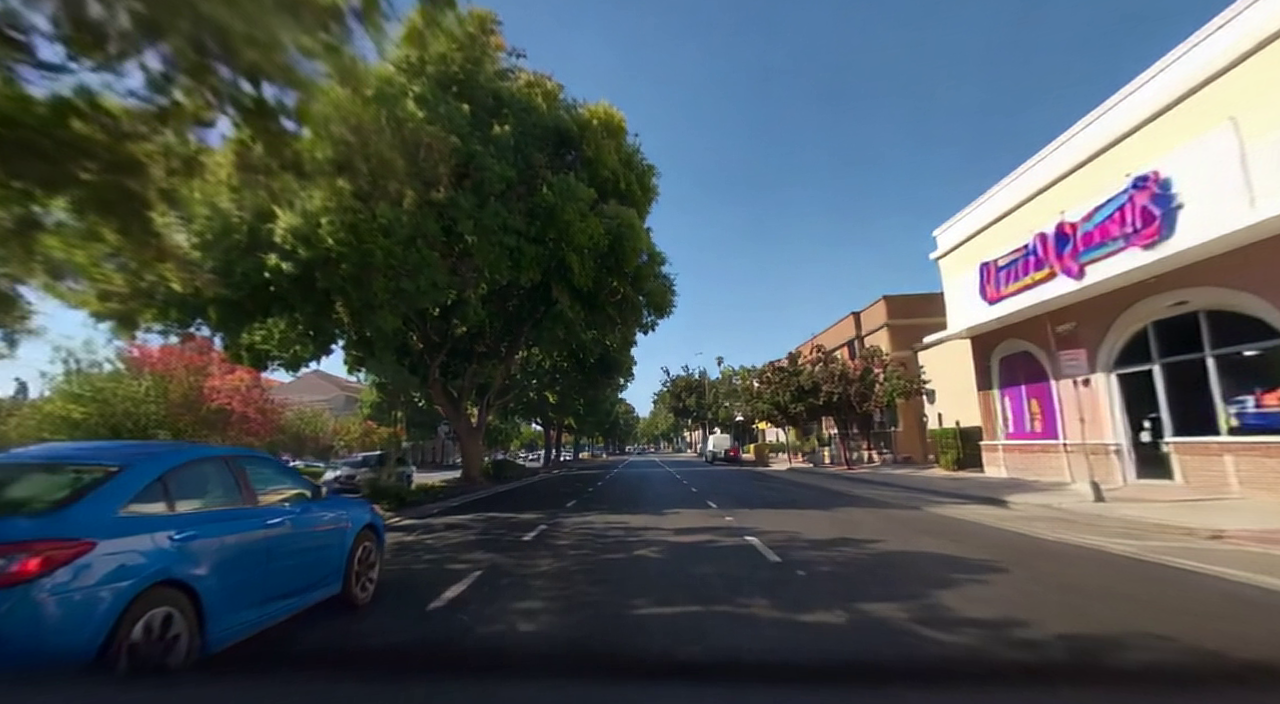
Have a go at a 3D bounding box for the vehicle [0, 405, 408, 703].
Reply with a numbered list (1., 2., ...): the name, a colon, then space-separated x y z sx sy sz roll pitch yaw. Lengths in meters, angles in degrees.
1. vehicle: -3.008 1.047 2.887 2.082 1.460 4.636 0 -8 1
